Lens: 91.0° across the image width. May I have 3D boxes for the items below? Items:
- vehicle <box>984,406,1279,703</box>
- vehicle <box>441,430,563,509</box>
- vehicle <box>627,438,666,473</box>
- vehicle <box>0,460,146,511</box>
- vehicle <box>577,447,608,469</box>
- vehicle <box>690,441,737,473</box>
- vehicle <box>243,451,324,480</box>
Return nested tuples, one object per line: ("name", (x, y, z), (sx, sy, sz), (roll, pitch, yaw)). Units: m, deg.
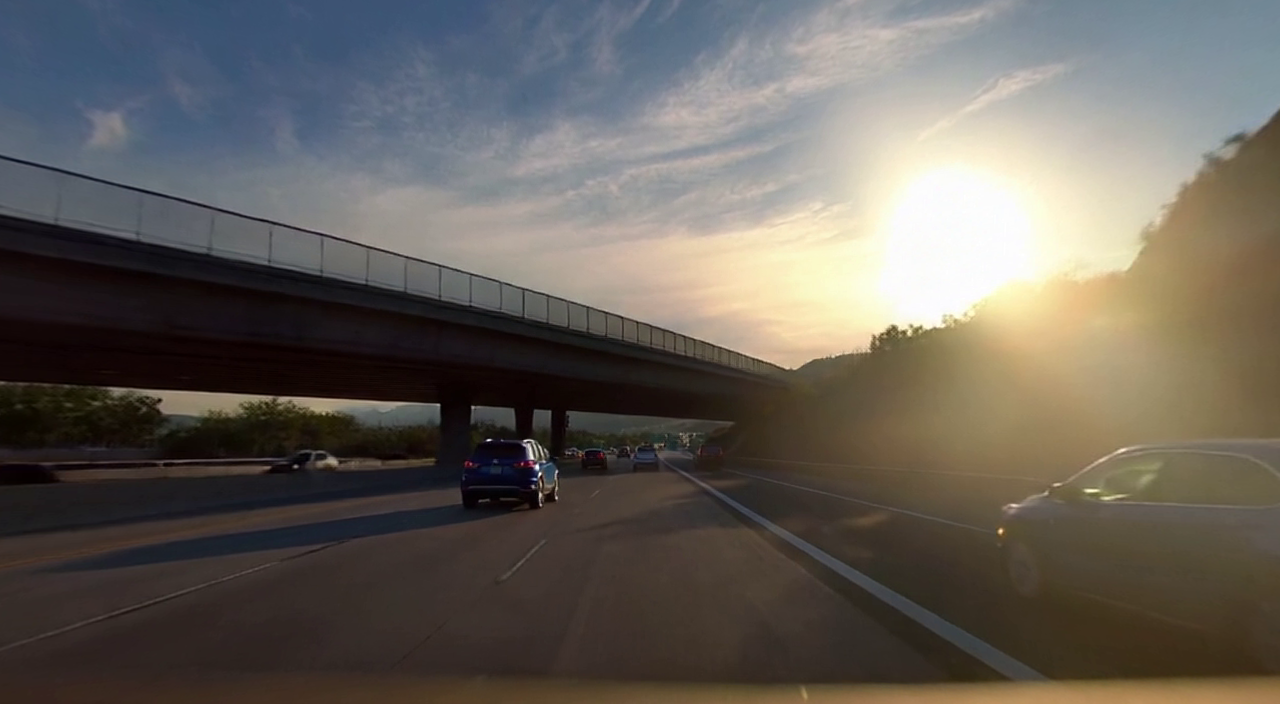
("vehicle", (4.130, 1.159, 3.806), (1.959, 1.554, 3.795), (0, -9, 1))
("vehicle", (-3.370, 2.966, 16.387), (2.089, 1.751, 4.515), (0, -9, 1))
("vehicle", (0.340, 6.034, 36.894), (2.155, 1.909, 4.529), (0, -9, 0))
("vehicle", (-20.172, 4.569, 22.023), (1.934, 1.494, 4.563), (0, -9, 3))
("vehicle", (-3.453, 7.784, 46.467), (1.994, 1.475, 4.171), (0, -9, 0))
("vehicle", (4.360, 6.317, 38.101), (2.231, 1.807, 4.588), (0, -9, -1))
("vehicle", (-22.793, 7.248, 40.572), (1.953, 1.656, 5.261), (0, -9, 3))
